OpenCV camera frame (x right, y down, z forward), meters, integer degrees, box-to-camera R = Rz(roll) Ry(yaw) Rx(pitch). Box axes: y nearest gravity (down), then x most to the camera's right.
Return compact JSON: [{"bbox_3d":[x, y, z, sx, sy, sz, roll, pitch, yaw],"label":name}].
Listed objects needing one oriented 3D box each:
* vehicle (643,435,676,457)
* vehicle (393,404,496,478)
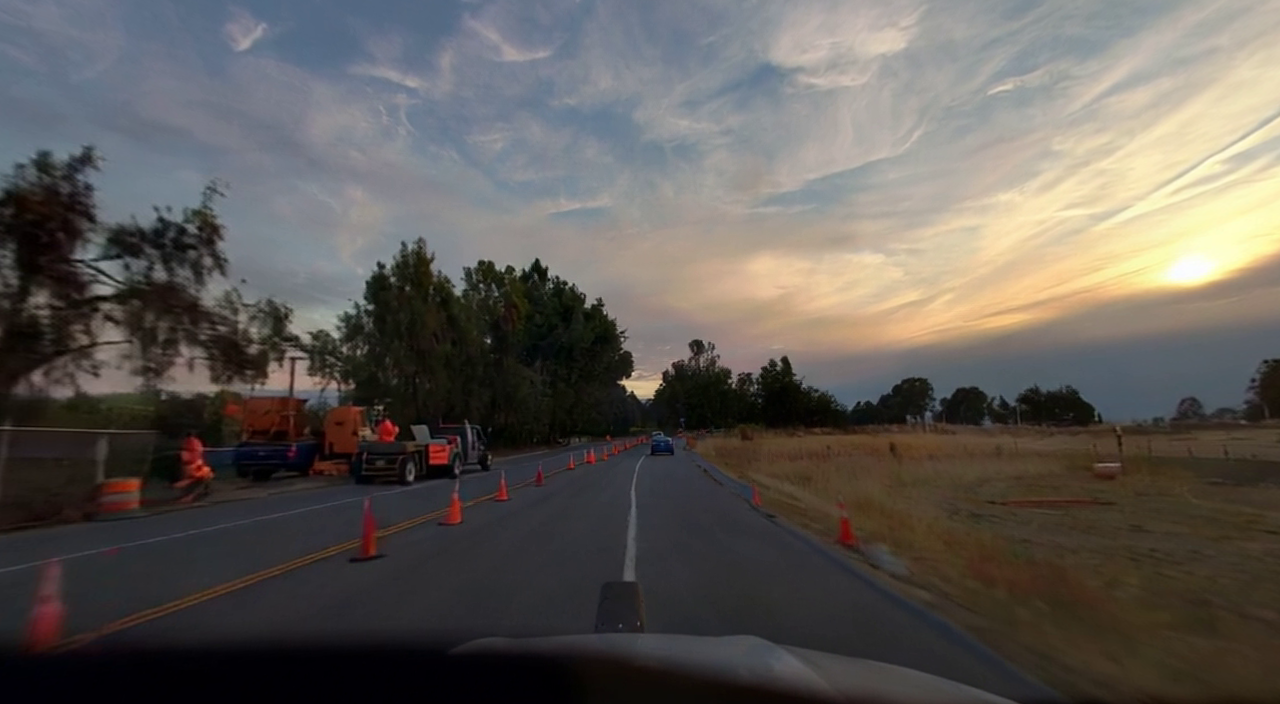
[{"bbox_3d":[1.336,6.520,43.877,2.172,1.486,3.581,0,-9,1],"label":"vehicle"},{"bbox_3d":[-7.527,3.479,24.653,3.064,2.710,2.385,-1,-9,4],"label":"vehicle"}]
